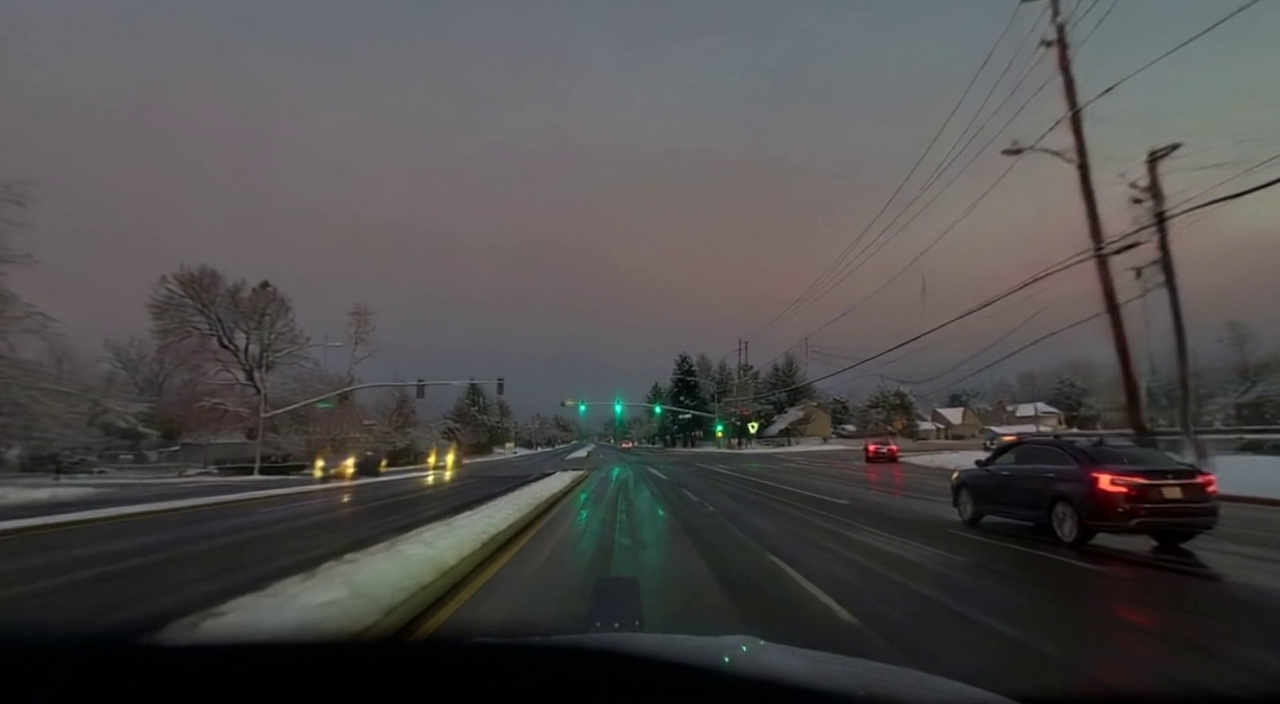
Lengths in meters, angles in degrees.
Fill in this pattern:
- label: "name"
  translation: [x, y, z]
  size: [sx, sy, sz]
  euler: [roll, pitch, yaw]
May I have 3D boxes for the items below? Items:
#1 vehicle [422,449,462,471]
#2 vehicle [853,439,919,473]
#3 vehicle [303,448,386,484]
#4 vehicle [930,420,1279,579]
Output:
- label: "vehicle"
  translation: [-15.381, 8.396, 49.318]
  size: [1.880, 1.545, 3.962]
  euler: [0, -8, -1]
- label: "vehicle"
  translation: [12.384, 5.241, 32.078]
  size: [1.979, 1.581, 4.271]
  euler: [-1, -9, 6]
- label: "vehicle"
  translation: [-14.556, 5.631, 31.449]
  size: [2.040, 1.614, 4.564]
  euler: [0, -8, -2]
- label: "vehicle"
  translation: [6.141, 1.782, 8.541]
  size: [2.113, 1.520, 4.650]
  euler: [0, -8, -2]
